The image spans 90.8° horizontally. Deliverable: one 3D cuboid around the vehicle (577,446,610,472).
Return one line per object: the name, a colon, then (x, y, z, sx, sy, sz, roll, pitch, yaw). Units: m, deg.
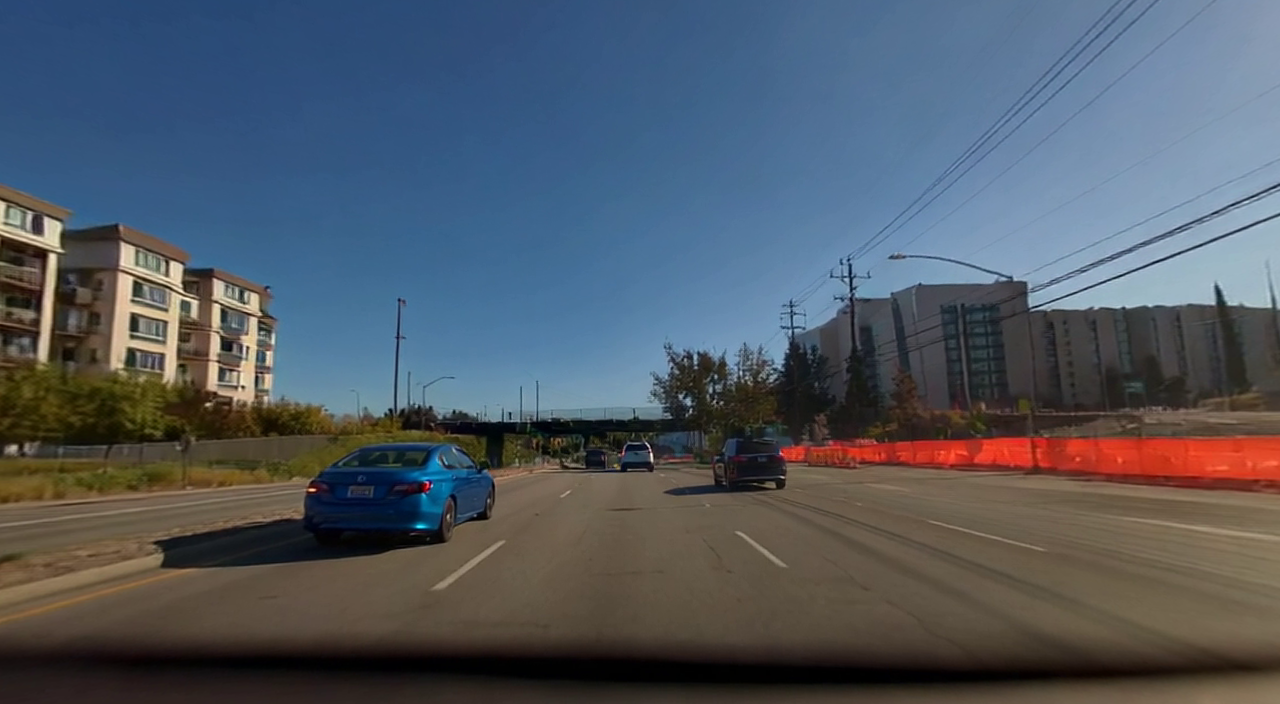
vehicle: (-3.475, 8.086, 47.890, 2.190, 1.832, 4.417, 0, -8, 0)

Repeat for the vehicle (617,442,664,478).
vehicle: (-0.005, 5.522, 32.677, 2.291, 1.714, 4.217, 0, -8, -1)

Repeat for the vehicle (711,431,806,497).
vehicle: (3.516, 3.395, 19.614, 2.029, 1.797, 4.218, 0, -8, -2)

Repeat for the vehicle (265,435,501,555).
vehicle: (-3.668, 2.095, 10.014, 1.968, 1.473, 4.209, 0, -8, 0)
